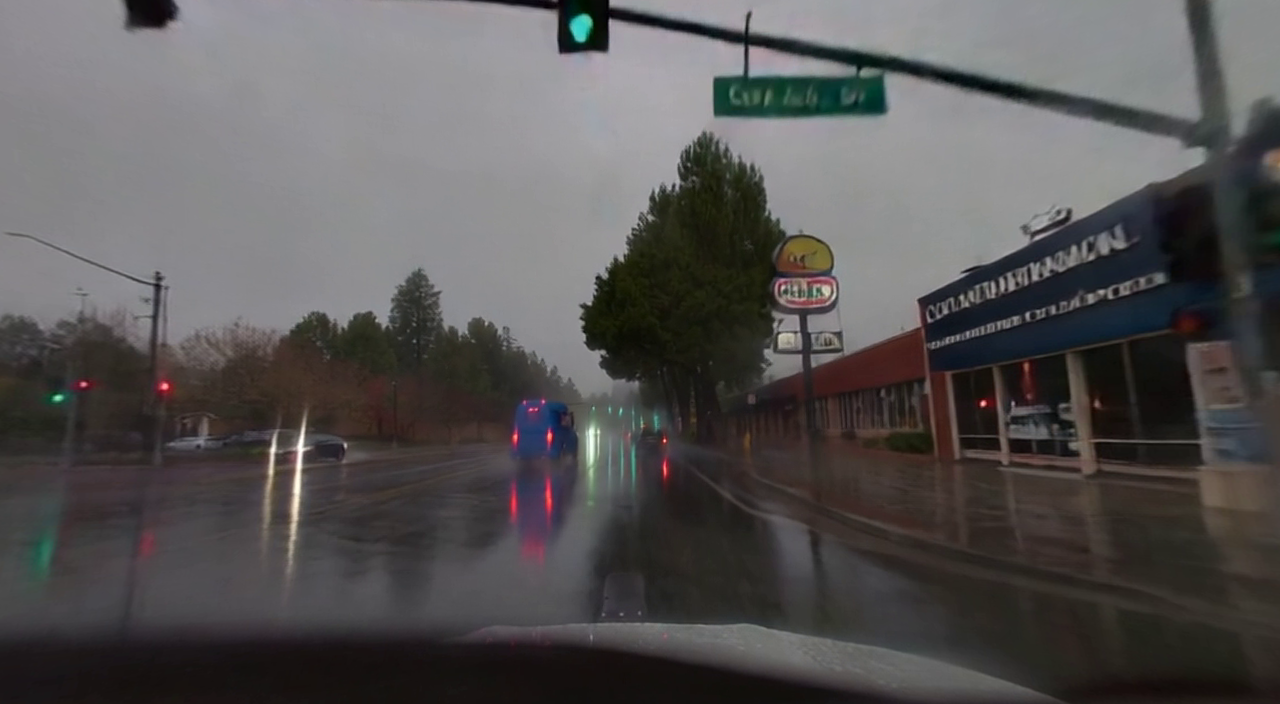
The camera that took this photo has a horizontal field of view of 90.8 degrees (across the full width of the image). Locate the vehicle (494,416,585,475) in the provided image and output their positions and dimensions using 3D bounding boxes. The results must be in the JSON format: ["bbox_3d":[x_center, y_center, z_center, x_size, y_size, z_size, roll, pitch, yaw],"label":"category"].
[{"bbox_3d":[-3.287,3.202,21.912,2.464,1.777,5.128,0,-8,-1],"label":"vehicle"}]

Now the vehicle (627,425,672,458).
[{"bbox_3d":[0.418,4.472,31.624,2.103,1.487,4.101,-1,-8,0],"label":"vehicle"}]

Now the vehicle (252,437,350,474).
[{"bbox_3d":[-15.884,4.833,29.953,1.912,1.432,5.070,-3,-8,0],"label":"vehicle"}]
